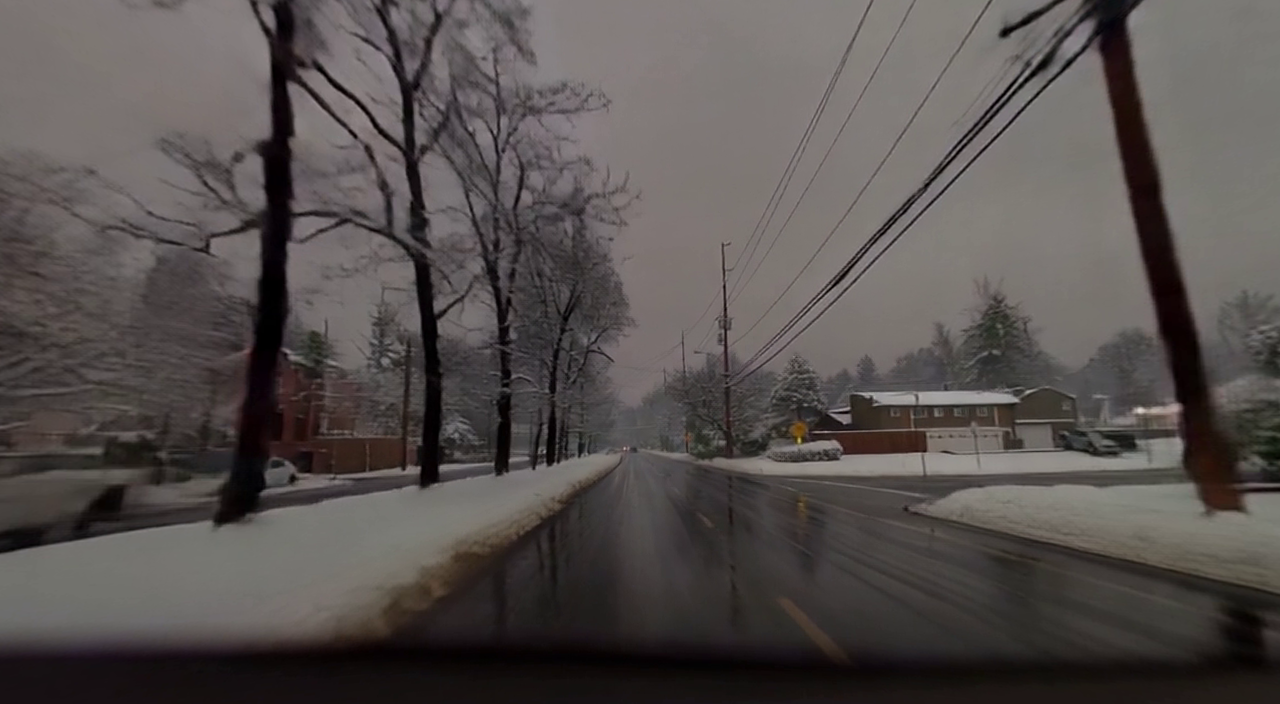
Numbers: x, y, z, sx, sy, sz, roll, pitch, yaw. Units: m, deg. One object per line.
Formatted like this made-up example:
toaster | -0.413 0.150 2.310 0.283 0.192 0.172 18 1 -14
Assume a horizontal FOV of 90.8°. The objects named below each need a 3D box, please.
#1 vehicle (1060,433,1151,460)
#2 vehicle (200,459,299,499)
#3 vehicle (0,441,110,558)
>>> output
vehicle | 30.285 6.178 41.184 4.300 1.684 1.904 0 -8 3
vehicle | -18.992 6.160 31.002 1.955 1.584 4.664 -4 -8 0
vehicle | -10.349 2.127 9.035 1.933 1.709 4.063 0 -8 0
